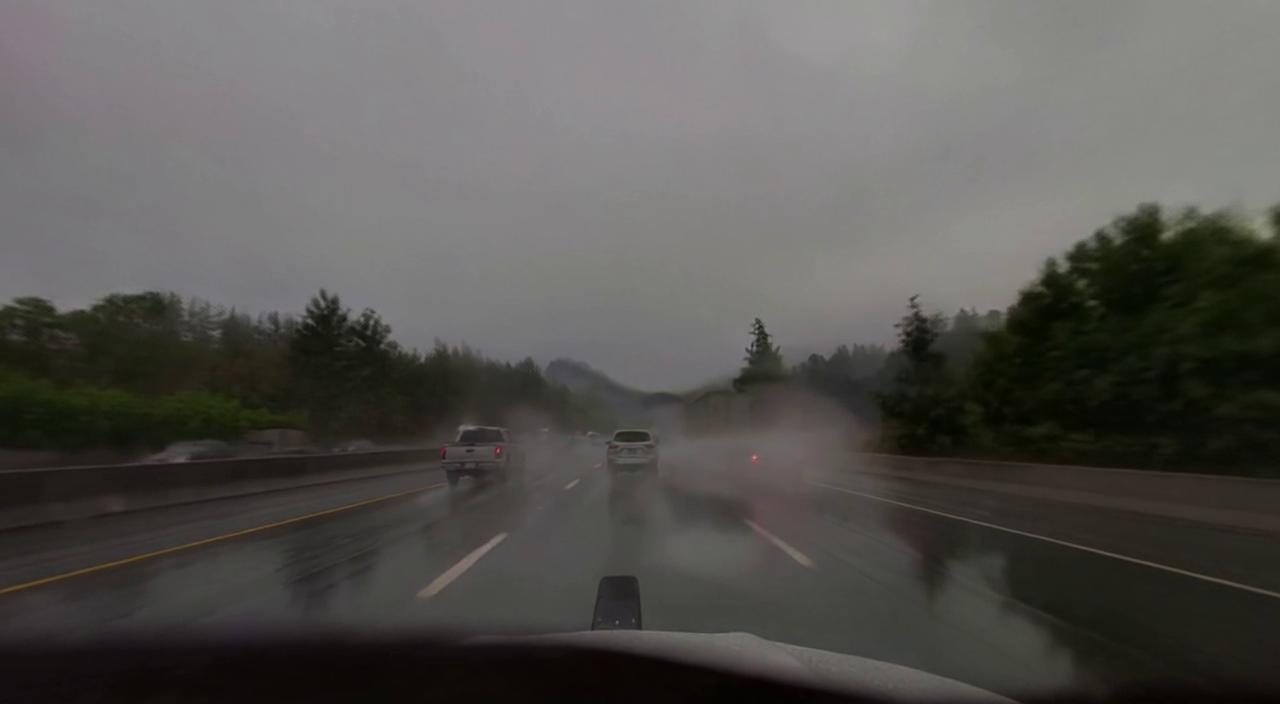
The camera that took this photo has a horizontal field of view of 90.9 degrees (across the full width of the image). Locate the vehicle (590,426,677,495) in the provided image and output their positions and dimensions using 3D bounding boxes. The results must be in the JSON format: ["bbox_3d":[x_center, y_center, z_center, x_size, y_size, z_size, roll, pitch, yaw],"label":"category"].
[{"bbox_3d":[-0.203,2.879,17.102,2.083,1.647,3.799,0,-8,-1],"label":"vehicle"}]

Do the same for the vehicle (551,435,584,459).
[{"bbox_3d":[-5.417,7.104,47.296,1.971,1.648,3.983,0,-8,0],"label":"vehicle"}]

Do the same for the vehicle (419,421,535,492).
[{"bbox_3d":[-4.541,2.972,18.389,2.101,1.767,4.702,0,-8,0],"label":"vehicle"}]

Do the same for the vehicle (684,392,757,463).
[{"bbox_3d":[5.189,5.388,43.949,2.888,4.135,14.071,0,-8,-2],"label":"vehicle"}]

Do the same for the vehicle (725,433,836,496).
[{"bbox_3d":[3.634,2.960,17.061,1.951,1.477,3.963,0,-8,-2],"label":"vehicle"}]
